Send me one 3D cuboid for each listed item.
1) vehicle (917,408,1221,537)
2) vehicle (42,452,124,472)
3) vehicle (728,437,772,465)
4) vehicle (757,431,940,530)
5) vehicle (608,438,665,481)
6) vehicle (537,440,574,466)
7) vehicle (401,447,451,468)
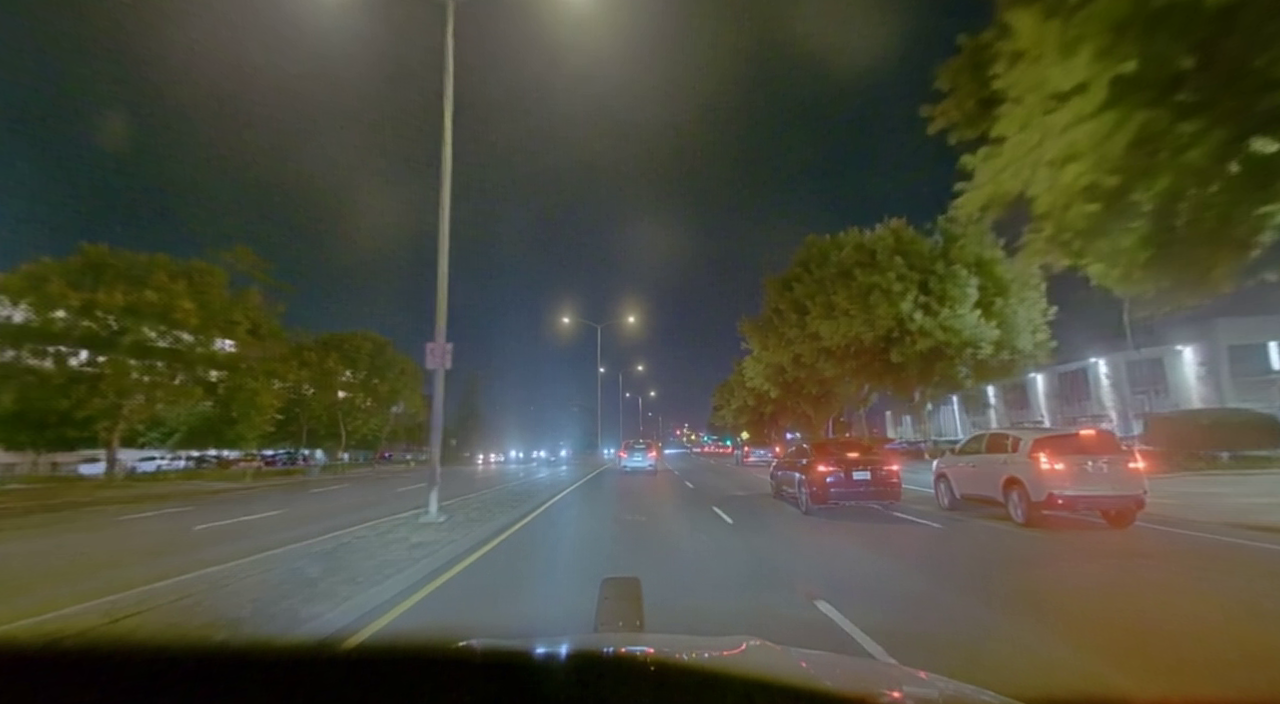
[{"bbox_3d":[7.098,2.050,11.293,2.134,1.810,4.590,0,-8,-1],"label":"vehicle"},{"bbox_3d":[-42.126,8.324,47.835,4.400,1.439,1.857,0,-9,0],"label":"vehicle"},{"bbox_3d":[7.320,6.616,42.394,2.068,1.779,4.567,0,-9,-1],"label":"vehicle"},{"bbox_3d":[3.529,2.242,11.639,1.858,1.466,4.230,0,-9,-1],"label":"vehicle"},{"bbox_3d":[-0.116,4.017,23.914,1.994,1.479,3.647,0,-8,0],"label":"vehicle"},{"bbox_3d":[-5.577,6.722,42.171,1.887,1.582,3.915,0,-8,1],"label":"vehicle"},{"bbox_3d":[-16.337,8.081,48.485,1.982,1.481,4.706,0,-9,2],"label":"vehicle"}]
